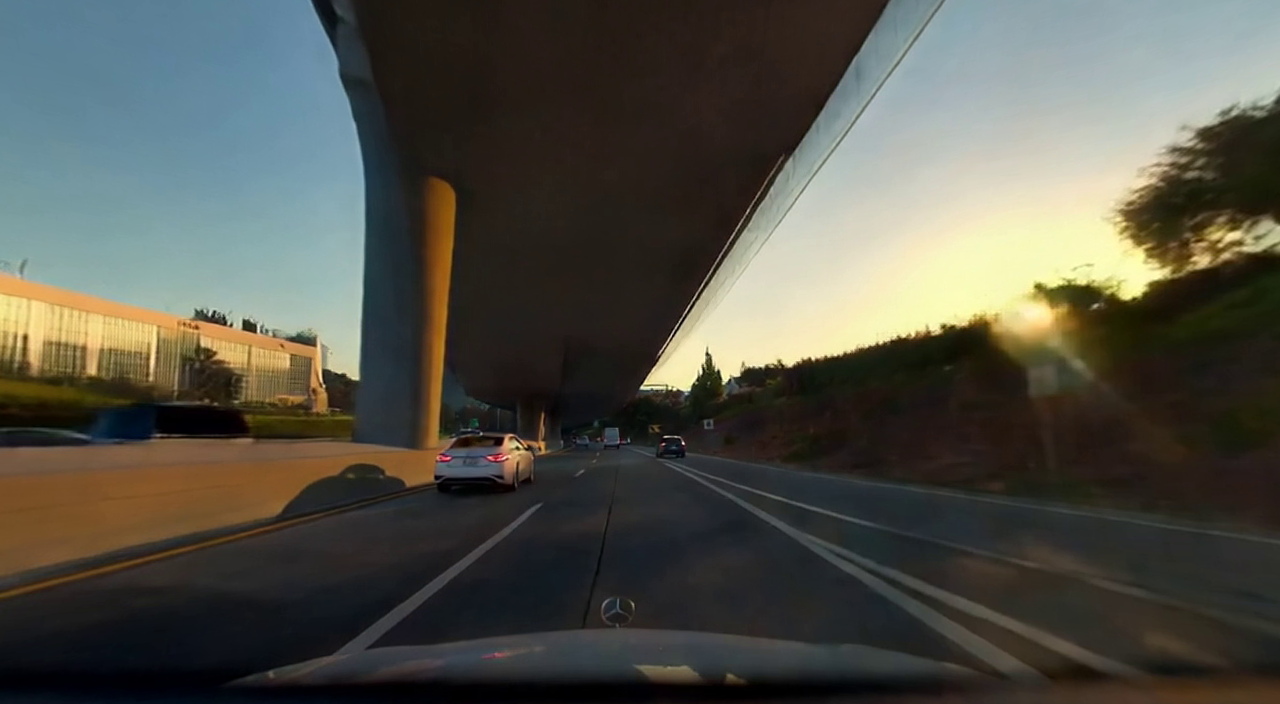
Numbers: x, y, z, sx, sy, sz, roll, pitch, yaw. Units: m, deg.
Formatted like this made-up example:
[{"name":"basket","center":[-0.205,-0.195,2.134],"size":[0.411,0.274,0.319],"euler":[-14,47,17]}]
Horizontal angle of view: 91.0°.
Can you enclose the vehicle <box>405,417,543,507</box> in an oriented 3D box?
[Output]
[{"name":"vehicle","center":[-3.600,2.465,14.595],"size":[2.080,1.733,4.410],"euler":[0,-8,-1]}]

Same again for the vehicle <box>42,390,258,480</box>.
[{"name":"vehicle","center":[-17.642,3.113,23.412],"size":[2.697,2.823,6.718],"euler":[0,-8,-2]}]

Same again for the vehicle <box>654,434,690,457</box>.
[{"name":"vehicle","center":[2.354,7.007,47.299],"size":[2.078,1.608,3.982],"euler":[0,-8,-5]}]
